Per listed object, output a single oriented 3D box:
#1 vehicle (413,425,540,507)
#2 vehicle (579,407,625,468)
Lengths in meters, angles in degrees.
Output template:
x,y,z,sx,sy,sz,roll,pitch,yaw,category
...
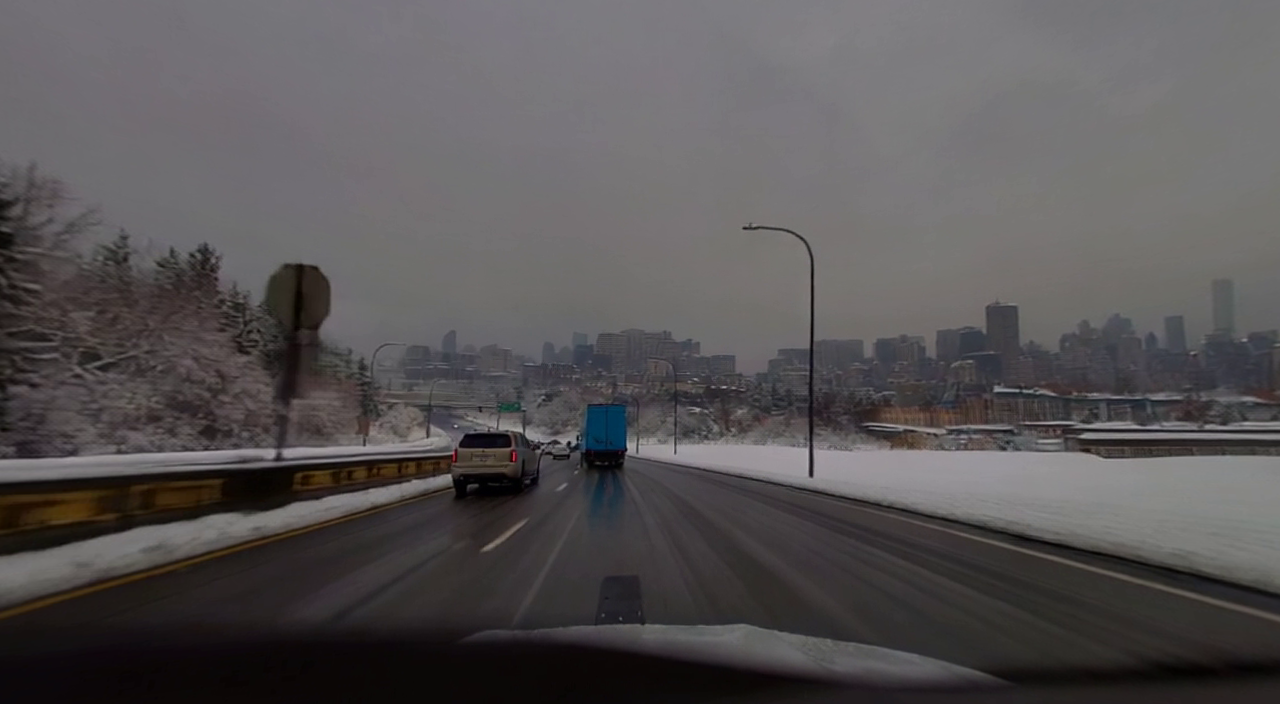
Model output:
x,y,z,sx,sy,sz,roll,pitch,yaw,category
-3.856,2.790,15.724,2.041,1.734,4.391,0,-9,-1,vehicle
-2.840,6.543,47.520,2.959,3.975,12.918,1,-9,-3,vehicle
